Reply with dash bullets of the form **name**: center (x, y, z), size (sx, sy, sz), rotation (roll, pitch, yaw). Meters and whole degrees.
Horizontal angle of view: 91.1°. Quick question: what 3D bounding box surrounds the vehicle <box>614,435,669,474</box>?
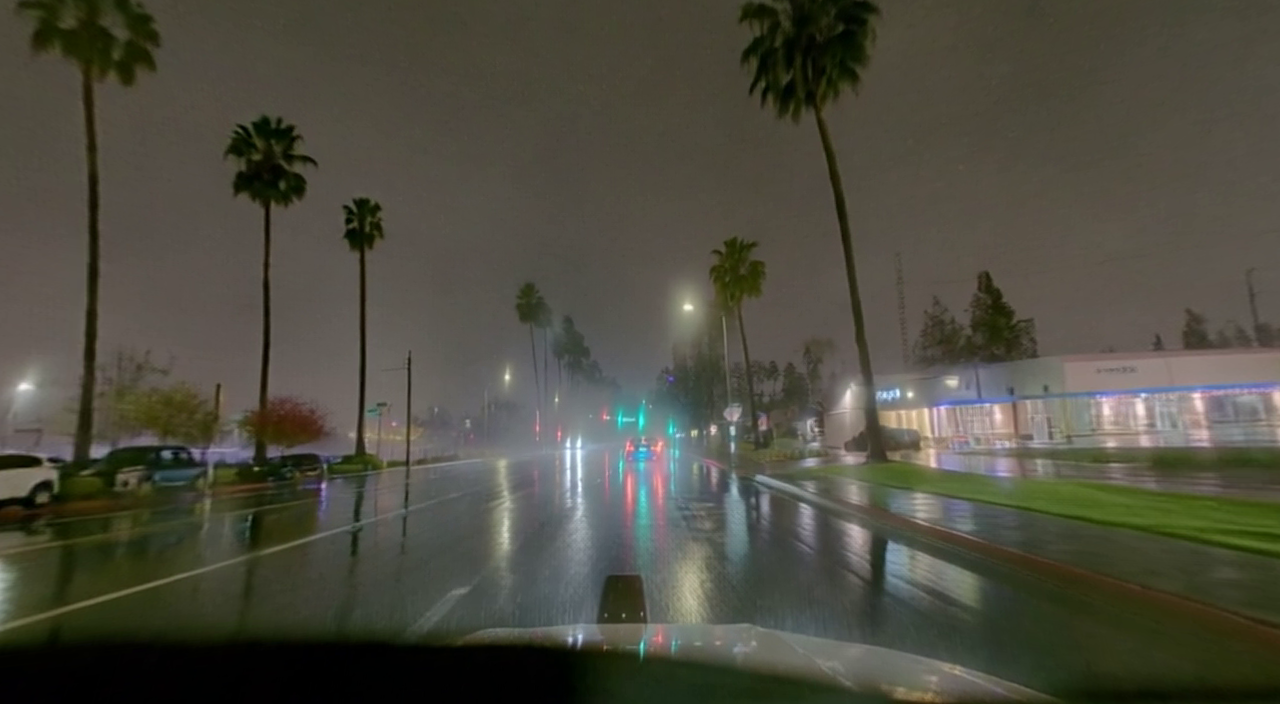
- **vehicle**: center (0.070, 4.313, 26.609), size (2.144, 1.514, 4.063), rotation (0, -8, 1)

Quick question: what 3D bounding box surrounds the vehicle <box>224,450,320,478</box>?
- **vehicle**: center (-21.253, 6.462, 36.436), size (4.440, 1.498, 2.001), rotation (3, -9, -20)

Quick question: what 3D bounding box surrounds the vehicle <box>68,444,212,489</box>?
- **vehicle**: center (-21.825, 4.991, 27.525), size (4.536, 1.838, 2.042), rotation (0, -8, 2)

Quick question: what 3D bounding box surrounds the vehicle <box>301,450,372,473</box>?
- **vehicle**: center (-21.476, 7.675, 44.367), size (4.320, 1.496, 2.046), rotation (4, -10, -28)
